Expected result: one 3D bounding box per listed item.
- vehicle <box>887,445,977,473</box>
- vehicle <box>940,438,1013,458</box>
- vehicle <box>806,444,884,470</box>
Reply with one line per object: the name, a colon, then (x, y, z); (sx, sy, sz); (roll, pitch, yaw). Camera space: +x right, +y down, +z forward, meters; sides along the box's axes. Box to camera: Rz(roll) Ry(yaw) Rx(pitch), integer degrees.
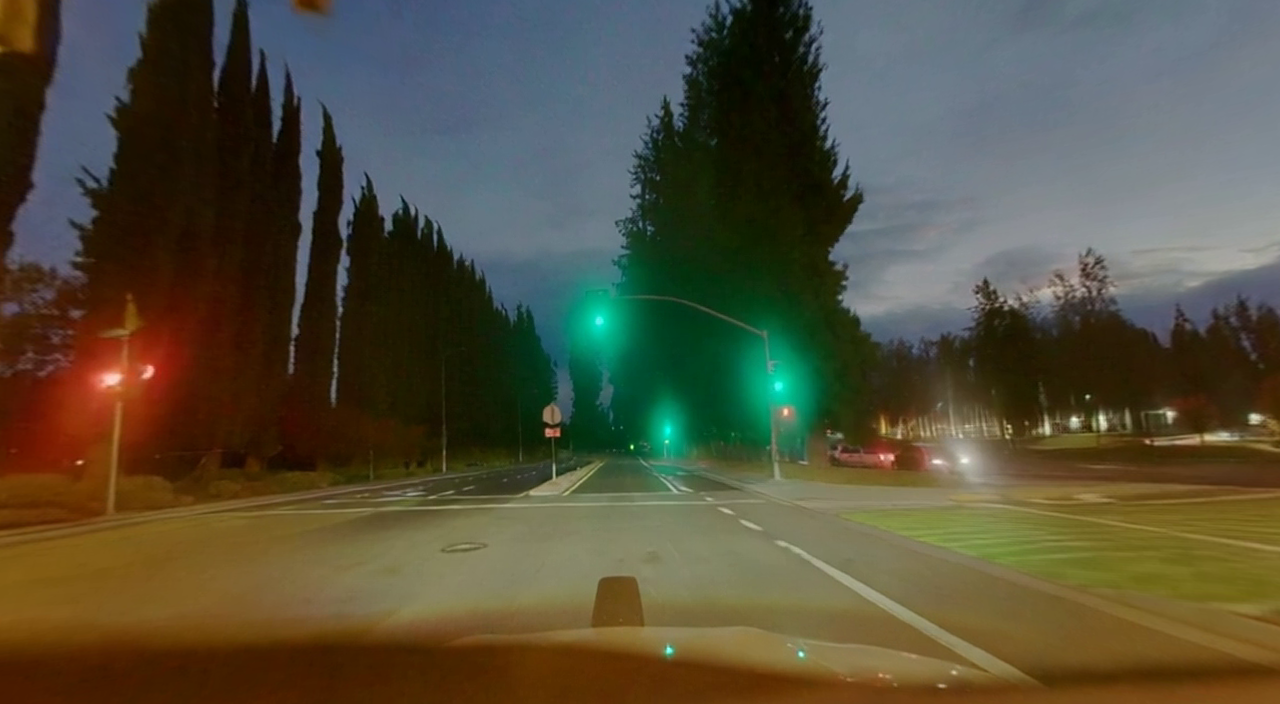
vehicle: (15.246, 5.619, 33.138); (3.914, 1.415, 1.626); (0, -9, 2)
vehicle: (26.373, 7.564, 49.615); (4.603, 1.484, 1.891); (0, -10, -1)
vehicle: (14.035, 7.242, 43.494); (4.725, 1.716, 2.003); (0, -11, 4)
